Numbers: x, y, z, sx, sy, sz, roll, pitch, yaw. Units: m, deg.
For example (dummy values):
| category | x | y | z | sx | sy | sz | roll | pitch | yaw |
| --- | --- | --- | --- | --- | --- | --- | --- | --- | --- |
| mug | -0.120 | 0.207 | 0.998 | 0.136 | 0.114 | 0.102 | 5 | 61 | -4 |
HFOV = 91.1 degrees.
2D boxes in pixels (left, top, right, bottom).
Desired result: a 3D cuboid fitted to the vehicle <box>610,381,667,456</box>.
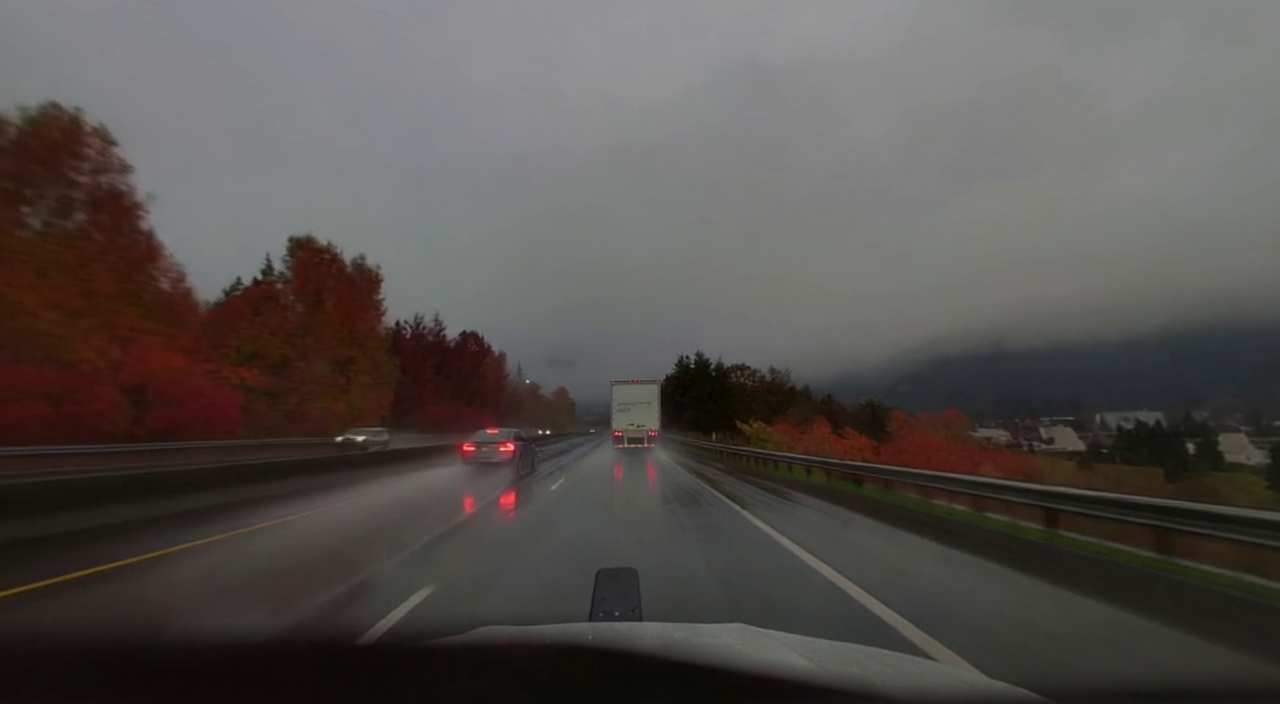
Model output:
| category | x | y | z | sx | sy | sz | roll | pitch | yaw |
| --- | --- | --- | --- | --- | --- | --- | --- | --- | --- |
| vehicle | -0.325 | 4.331 | 39.503 | 3.013 | 4.016 | 11.496 | 0 | -8 | -2 |

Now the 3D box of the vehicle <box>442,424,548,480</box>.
| category | x | y | z | sx | sy | sz | roll | pitch | yaw |
| --- | --- | --- | --- | --- | --- | --- | --- | --- | --- |
| vehicle | -4.253 | 3.006 | 19.230 | 2.217 | 1.495 | 4.245 | 0 | -8 | 0 |

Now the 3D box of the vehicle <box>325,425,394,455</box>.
| category | x | y | z | sx | sy | sz | roll | pitch | yaw |
| --- | --- | --- | --- | --- | --- | --- | --- | --- | --- |
| vehicle | -15.424 | 4.838 | 34.782 | 1.852 | 1.549 | 4.211 | 0 | -8 | 0 |
